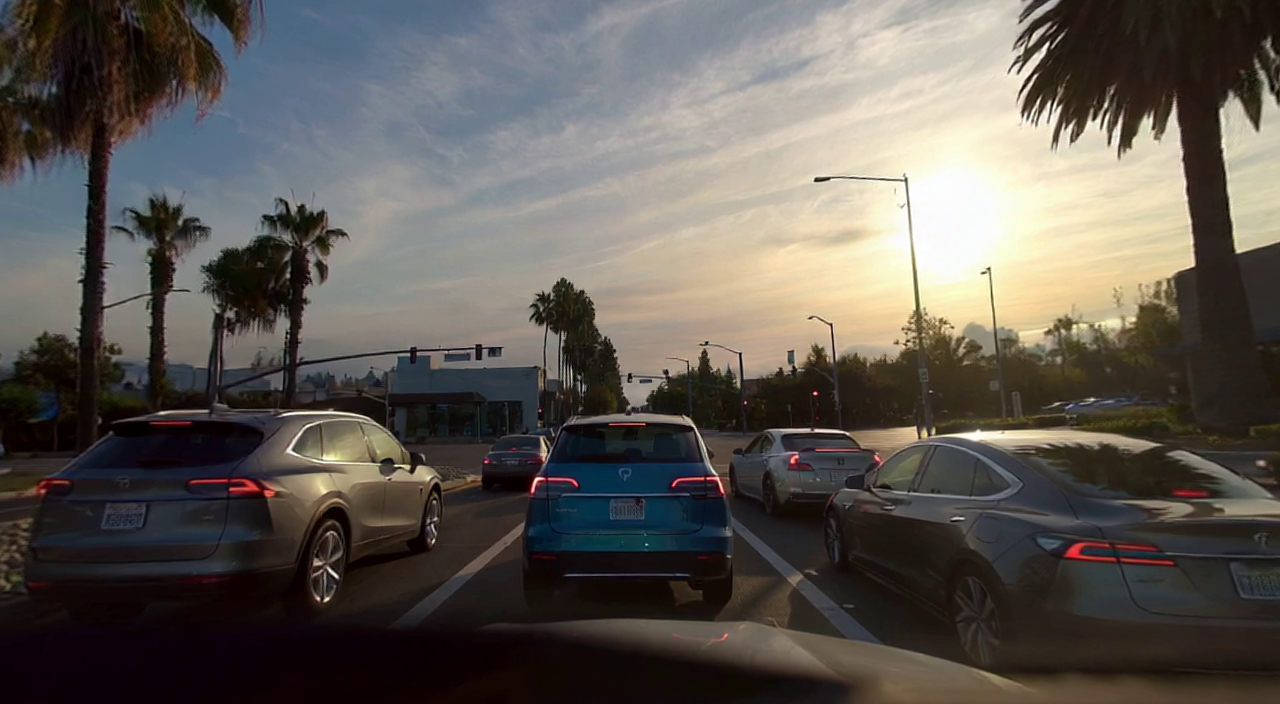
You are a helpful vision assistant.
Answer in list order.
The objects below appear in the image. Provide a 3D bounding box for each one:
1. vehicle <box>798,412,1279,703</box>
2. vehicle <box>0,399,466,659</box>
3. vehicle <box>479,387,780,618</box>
[{"bbox_3d":[2.961,1.371,5.259,2.017,1.491,4.611,0,-8,-1],"label":"vehicle"},{"bbox_3d":[-3.355,1.381,6.049,2.014,1.534,4.455,0,-8,1],"label":"vehicle"},{"bbox_3d":[-0.136,1.465,7.063,2.280,1.747,4.361,0,-8,-2],"label":"vehicle"}]
